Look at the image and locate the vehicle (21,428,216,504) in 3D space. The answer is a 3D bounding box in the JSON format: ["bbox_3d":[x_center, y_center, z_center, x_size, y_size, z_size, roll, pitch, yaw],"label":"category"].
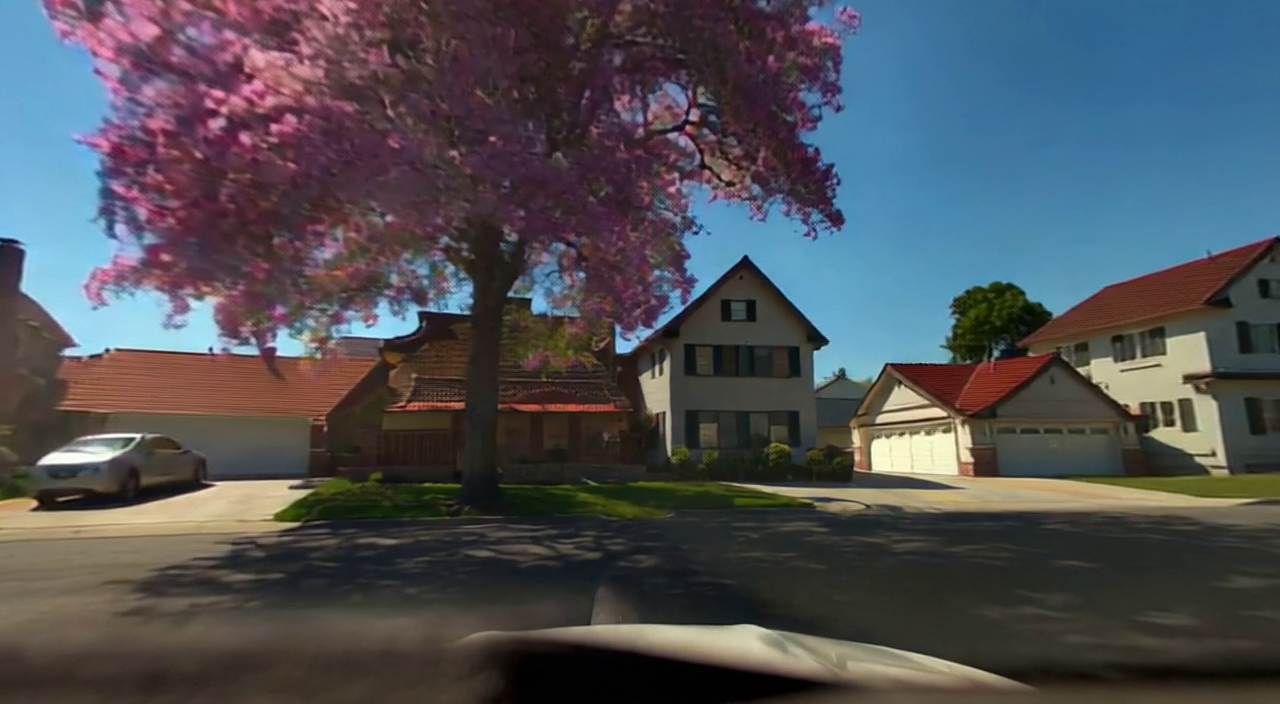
[{"bbox_3d":[-11.993,2.623,14.928,1.968,1.491,4.486,3,-9,-18],"label":"vehicle"}]
